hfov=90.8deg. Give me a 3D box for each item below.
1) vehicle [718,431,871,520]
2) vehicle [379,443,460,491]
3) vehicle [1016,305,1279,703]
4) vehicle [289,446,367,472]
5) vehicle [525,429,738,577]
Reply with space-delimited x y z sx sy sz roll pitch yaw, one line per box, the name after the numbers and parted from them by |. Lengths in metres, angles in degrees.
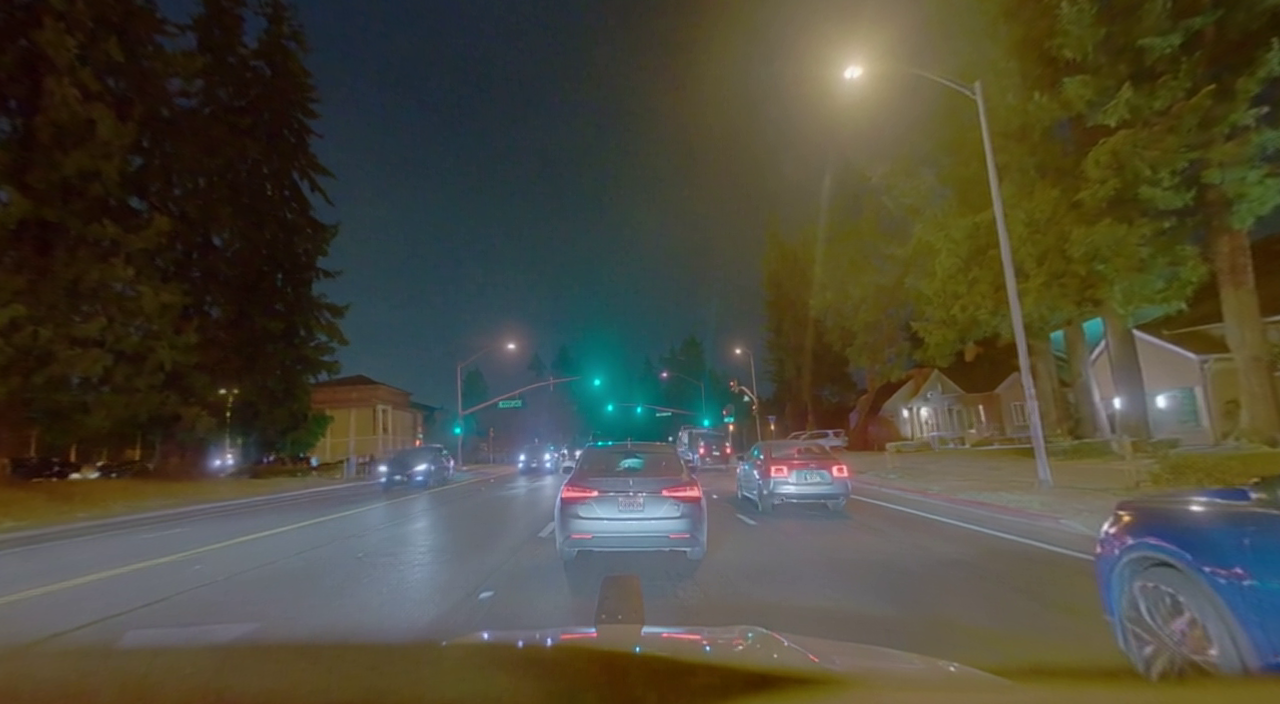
2.964 2.470 13.266 1.971 1.517 4.521 0 -8 -1 | vehicle
-8.867 4.628 25.842 1.996 1.680 4.203 -2 -8 -2 | vehicle
3.384 0.619 1.695 2.006 1.766 4.345 0 -8 -1 | vehicle
-19.871 6.807 40.349 3.957 1.630 1.881 0 -8 -1 | vehicle
-0.123 1.869 8.656 2.186 1.500 4.141 0 -8 -1 | vehicle
